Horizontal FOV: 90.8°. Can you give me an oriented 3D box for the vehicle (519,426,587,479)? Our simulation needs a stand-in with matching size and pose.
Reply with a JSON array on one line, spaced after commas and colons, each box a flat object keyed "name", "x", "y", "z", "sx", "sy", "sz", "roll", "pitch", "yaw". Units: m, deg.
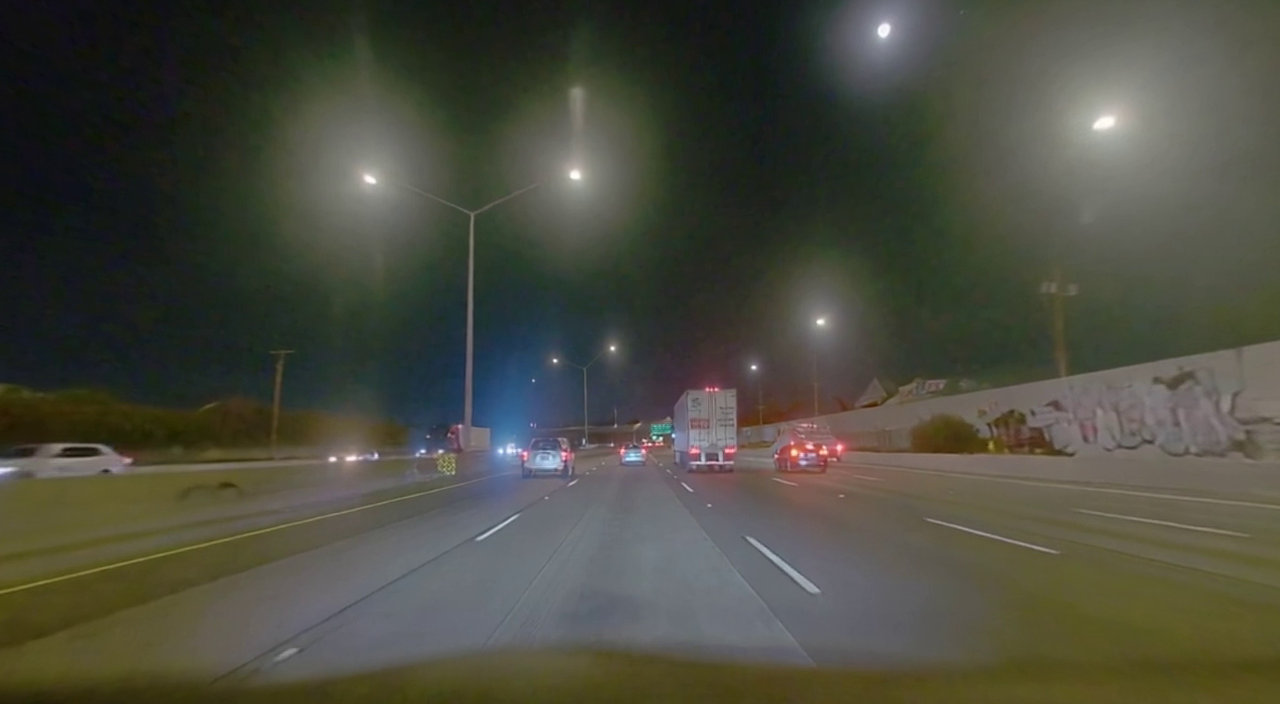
[{"name": "vehicle", "x": -3.296, "y": 3.940, "z": 24.975, "sx": 2.249, "sy": 1.843, "sz": 5.176, "roll": 0, "pitch": -9, "yaw": -3}]

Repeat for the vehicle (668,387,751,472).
[{"name": "vehicle", "x": 3.344, "y": 4.285, "z": 33.716, "sx": 2.976, "sy": 3.806, "sz": 10.591, "roll": 0, "pitch": -9, "yaw": -1}]

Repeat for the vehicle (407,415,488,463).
[{"name": "vehicle", "x": -14.366, "y": 6.722, "z": 48.306, "sx": 2.928, "sy": 3.237, "sz": 10.432, "roll": 0, "pitch": -9, "yaw": 0}]

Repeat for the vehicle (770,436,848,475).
[{"name": "vehicle", "x": 7.073, "y": 4.390, "z": 26.965, "sx": 1.915, "sy": 1.476, "sz": 4.677, "roll": 0, "pitch": -9, "yaw": -1}]

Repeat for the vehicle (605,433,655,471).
[{"name": "vehicle", "x": -0.463, "y": 4.740, "z": 29.984, "sx": 2.191, "sy": 1.685, "sz": 4.015, "roll": 0, "pitch": -9, "yaw": 0}]
